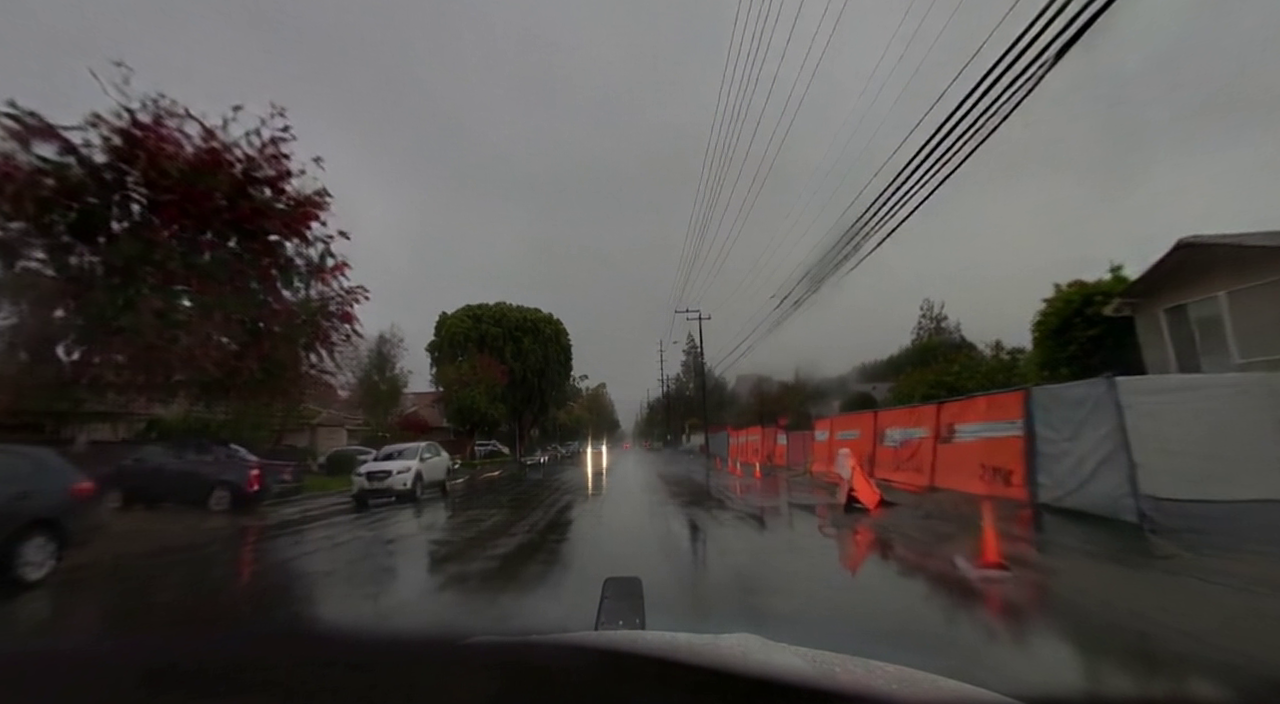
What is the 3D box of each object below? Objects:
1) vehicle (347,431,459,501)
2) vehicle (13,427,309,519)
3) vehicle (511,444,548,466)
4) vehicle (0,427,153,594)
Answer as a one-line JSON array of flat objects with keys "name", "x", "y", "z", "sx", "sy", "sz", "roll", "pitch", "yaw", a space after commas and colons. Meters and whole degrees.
[{"name": "vehicle", "x": -6.878, "y": 3.362, "z": 18.833, "sx": 1.932, "sy": 1.743, "sz": 4.079, "roll": -2, "pitch": -9, "yaw": -3}, {"name": "vehicle", "x": -10.480, "y": 2.663, "z": 14.169, "sx": 4.872, "sy": 1.844, "sz": 2.095, "roll": 0, "pitch": -8, "yaw": 0}, {"name": "vehicle", "x": -8.200, "y": 7.707, "z": 47.280, "sx": 2.041, "sy": 1.480, "sz": 4.474, "roll": -2, "pitch": -9, "yaw": -2}, {"name": "vehicle", "x": -7.694, "y": 1.611, "z": 6.228, "sx": 2.019, "sy": 1.723, "sz": 4.650, "roll": 0, "pitch": -8, "yaw": 1}]
